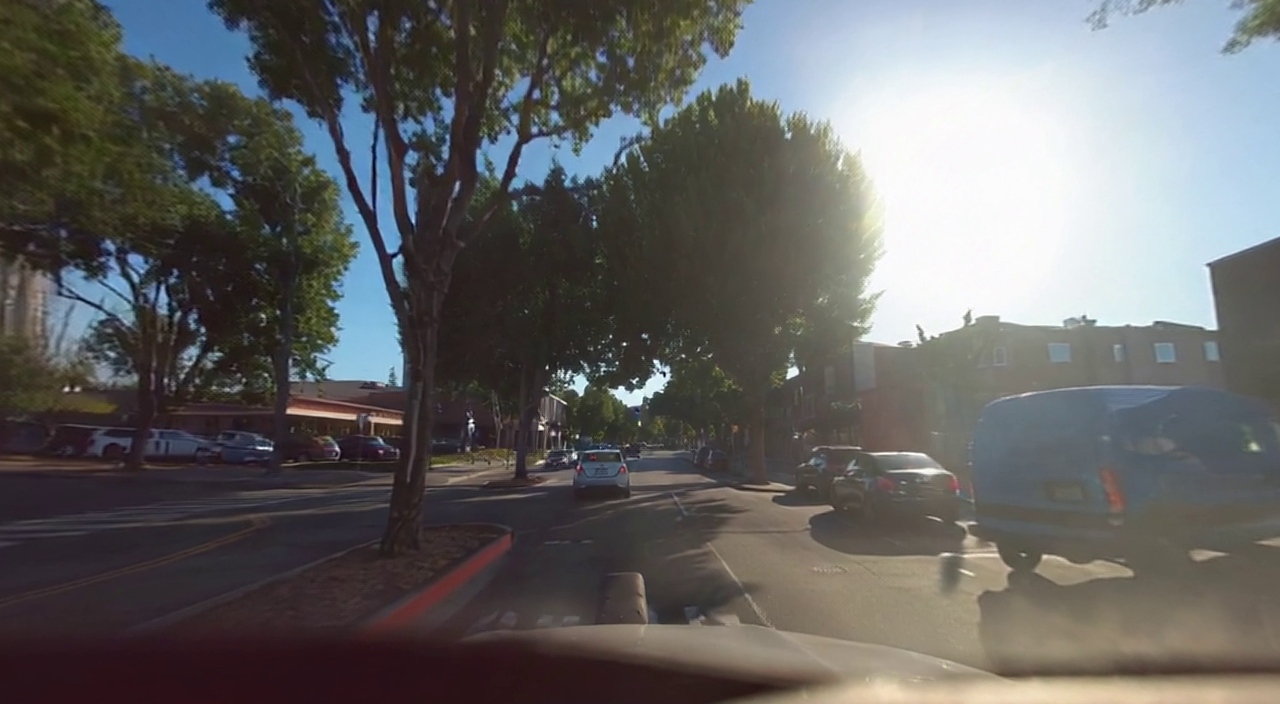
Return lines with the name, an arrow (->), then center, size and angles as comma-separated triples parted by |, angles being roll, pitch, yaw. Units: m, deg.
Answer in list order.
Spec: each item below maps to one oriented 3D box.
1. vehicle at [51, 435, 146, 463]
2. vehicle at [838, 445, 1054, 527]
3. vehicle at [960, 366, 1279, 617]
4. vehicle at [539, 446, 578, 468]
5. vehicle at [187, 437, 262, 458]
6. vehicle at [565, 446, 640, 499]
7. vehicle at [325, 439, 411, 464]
vehicle -> -31.776, 5.683, 37.115 | 3.915, 1.574, 1.850 | 0, -9, 3
vehicle -> 6.485, 2.731, 13.401 | 4.097, 1.476, 1.864 | 4, -9, -25
vehicle -> 6.733, 1.502, 7.610 | 5.385, 2.146, 2.143 | 4, -9, -25
vehicle -> -5.885, 7.659, 46.137 | 2.049, 1.490, 4.501 | 0, -8, 3
vehicle -> -31.861, 7.332, 48.535 | 4.410, 1.611, 1.880 | 0, -9, -1
vehicle -> -1.241, 3.710, 19.916 | 2.065, 1.450, 4.522 | 1, -9, -5
vehicle -> -18.336, 6.729, 42.769 | 4.892, 1.679, 1.927 | 1, -9, -6
